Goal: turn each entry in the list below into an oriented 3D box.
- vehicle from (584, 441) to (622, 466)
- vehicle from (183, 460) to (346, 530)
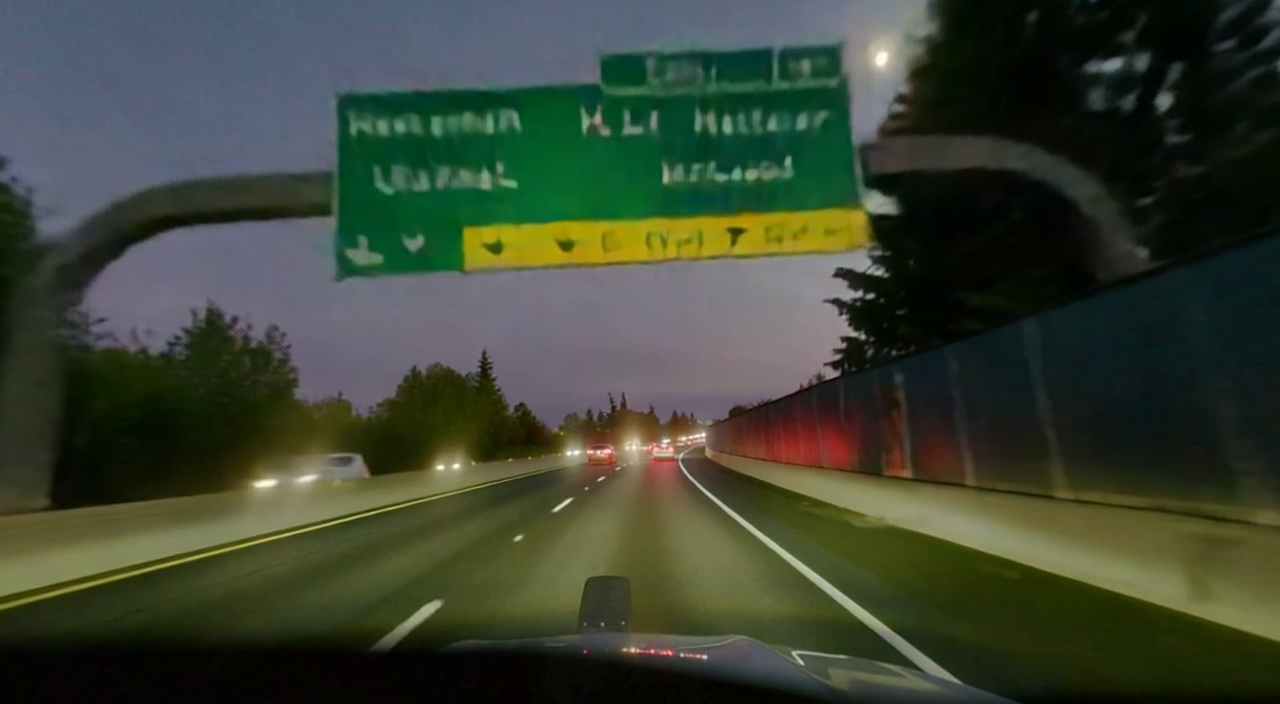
[{"bbox_3d":[-2.362,6.620,41.177,1.985,1.518,3.847,-1,-8,4],"label":"vehicle"},{"bbox_3d":[-10.596,4.025,18.234,1.931,1.645,4.338,0,-8,1],"label":"vehicle"}]
